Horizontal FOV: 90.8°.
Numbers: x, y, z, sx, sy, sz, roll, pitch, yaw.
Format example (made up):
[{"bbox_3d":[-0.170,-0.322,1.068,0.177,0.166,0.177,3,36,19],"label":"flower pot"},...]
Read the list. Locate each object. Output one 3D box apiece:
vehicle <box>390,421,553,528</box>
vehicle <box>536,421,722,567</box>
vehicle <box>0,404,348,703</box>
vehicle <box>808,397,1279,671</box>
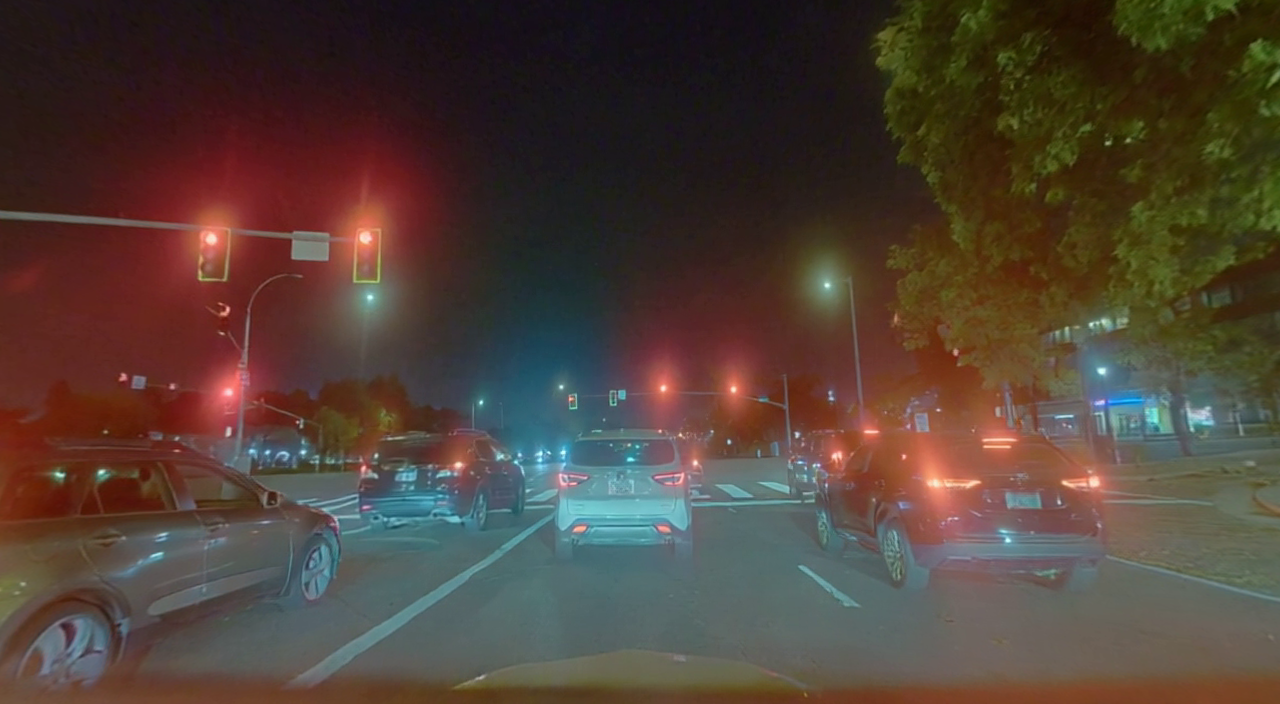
[{"bbox_3d":[-3.178,2.419,13.021,2.048,1.805,4.405,0,-8,1],"label":"vehicle"},{"bbox_3d":[-0.090,1.899,9.139,2.106,1.655,3.717,0,-8,1],"label":"vehicle"},{"bbox_3d":[-3.340,1.001,2.708,1.863,1.495,4.667,0,-8,1],"label":"vehicle"},{"bbox_3d":[3.240,1.440,6.159,2.006,1.659,4.462,0,-8,0],"label":"vehicle"}]
